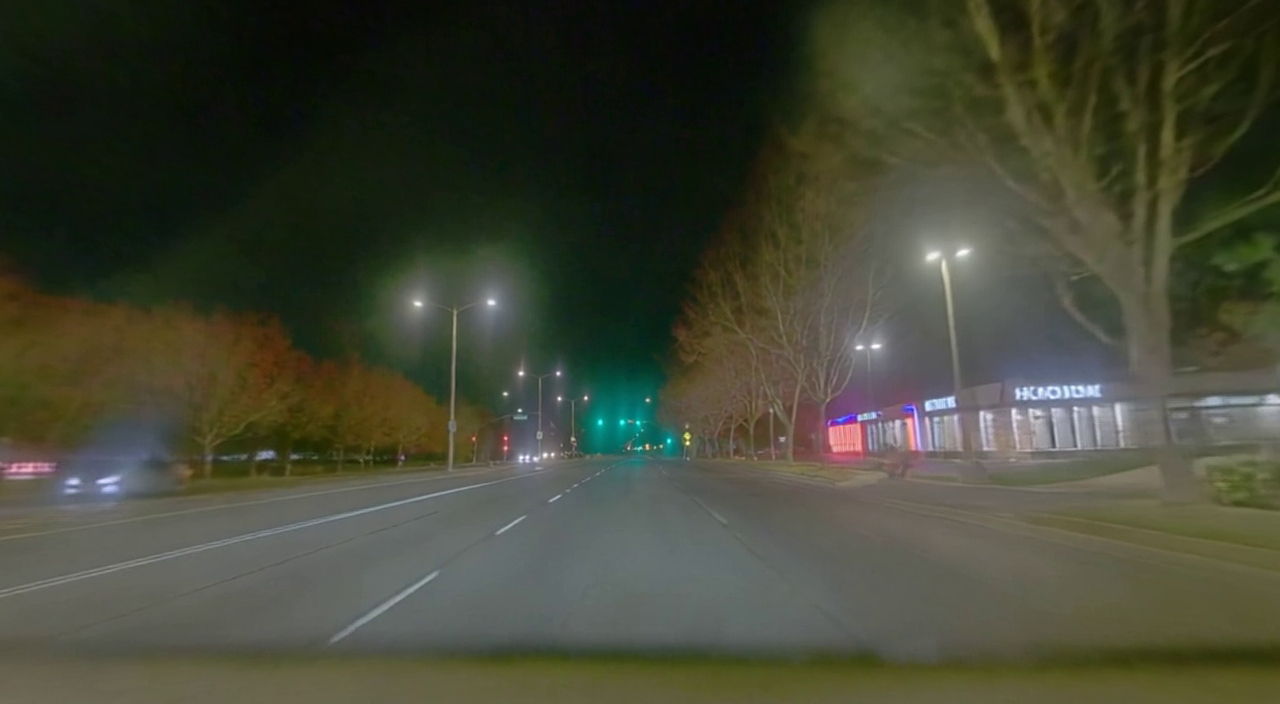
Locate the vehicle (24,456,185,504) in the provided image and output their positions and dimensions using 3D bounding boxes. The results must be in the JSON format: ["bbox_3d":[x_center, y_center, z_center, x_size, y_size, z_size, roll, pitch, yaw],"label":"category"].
[{"bbox_3d":[-19.738,4.704,23.569,1.884,1.479,4.740,0,-9,0],"label":"vehicle"}]
